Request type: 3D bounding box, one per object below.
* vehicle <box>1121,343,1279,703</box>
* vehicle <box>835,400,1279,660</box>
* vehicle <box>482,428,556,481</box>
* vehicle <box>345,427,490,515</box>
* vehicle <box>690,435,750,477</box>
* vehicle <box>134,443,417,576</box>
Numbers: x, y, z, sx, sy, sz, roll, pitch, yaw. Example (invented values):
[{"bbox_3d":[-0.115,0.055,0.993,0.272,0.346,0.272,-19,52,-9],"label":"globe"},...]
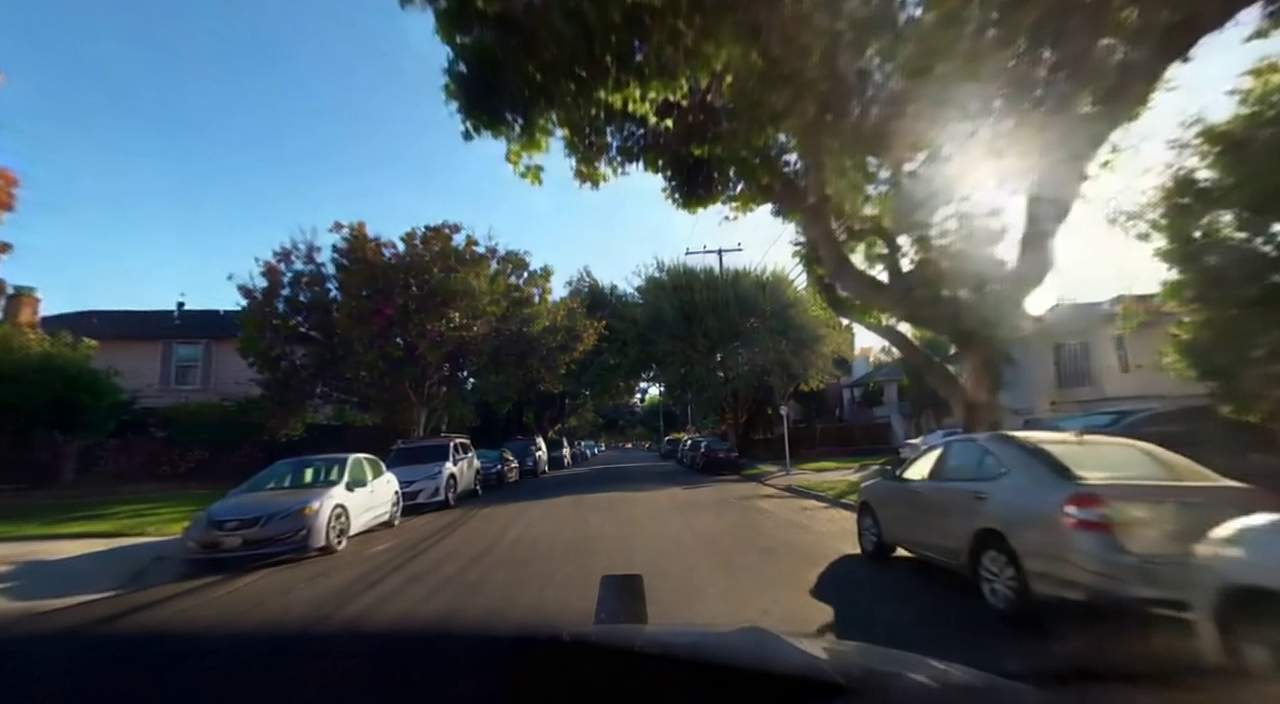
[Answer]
[{"bbox_3d":[3.804,0.615,1.033,2.121,1.778,4.916,0,-8,0],"label":"vehicle"},{"bbox_3d":[3.787,1.484,6.463,1.989,1.652,4.662,0,-8,-1],"label":"vehicle"},{"bbox_3d":[-5.263,4.566,28.417,2.390,2.123,5.371,0,-8,-2],"label":"vehicle"},{"bbox_3d":[-5.302,2.884,15.871,2.042,1.850,4.758,0,-8,-2],"label":"vehicle"},{"bbox_3d":[3.507,4.660,28.615,1.994,1.710,4.699,0,-8,-1],"label":"vehicle"},{"bbox_3d":[-4.972,2.136,9.528,1.901,1.486,4.422,1,-8,-5],"label":"vehicle"}]
